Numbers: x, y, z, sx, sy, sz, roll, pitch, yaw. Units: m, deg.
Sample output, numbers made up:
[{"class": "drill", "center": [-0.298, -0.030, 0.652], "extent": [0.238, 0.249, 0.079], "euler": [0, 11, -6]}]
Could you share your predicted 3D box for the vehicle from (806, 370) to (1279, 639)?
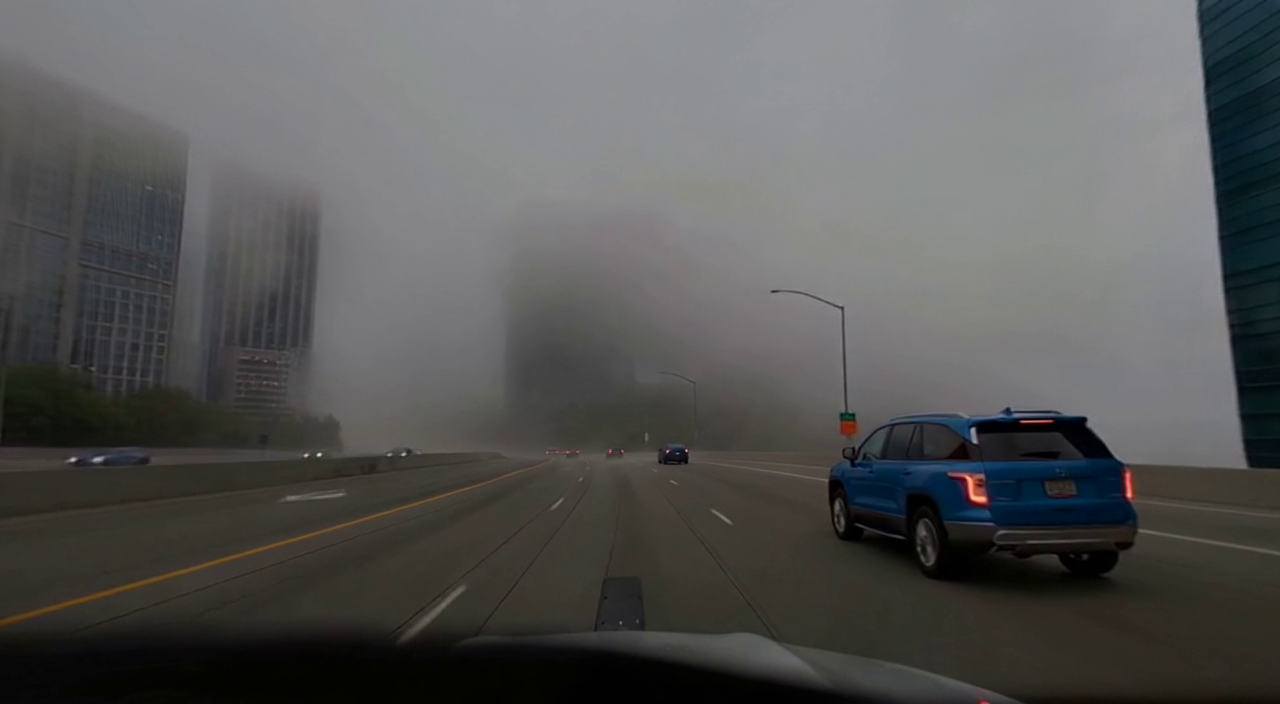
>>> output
[{"class": "vehicle", "center": [3.473, 1.353, 6.587], "extent": [2.182, 1.826, 4.392], "euler": [0, -8, -1]}]

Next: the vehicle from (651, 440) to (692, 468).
[{"class": "vehicle", "center": [2.066, 6.863, 42.646], "extent": [2.110, 1.780, 4.682], "euler": [1, -8, -5]}]

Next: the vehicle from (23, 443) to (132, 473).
[{"class": "vehicle", "center": [-39.407, 7.435, 44.551], "extent": [2.252, 1.919, 5.983], "euler": [0, -8, -1]}]
